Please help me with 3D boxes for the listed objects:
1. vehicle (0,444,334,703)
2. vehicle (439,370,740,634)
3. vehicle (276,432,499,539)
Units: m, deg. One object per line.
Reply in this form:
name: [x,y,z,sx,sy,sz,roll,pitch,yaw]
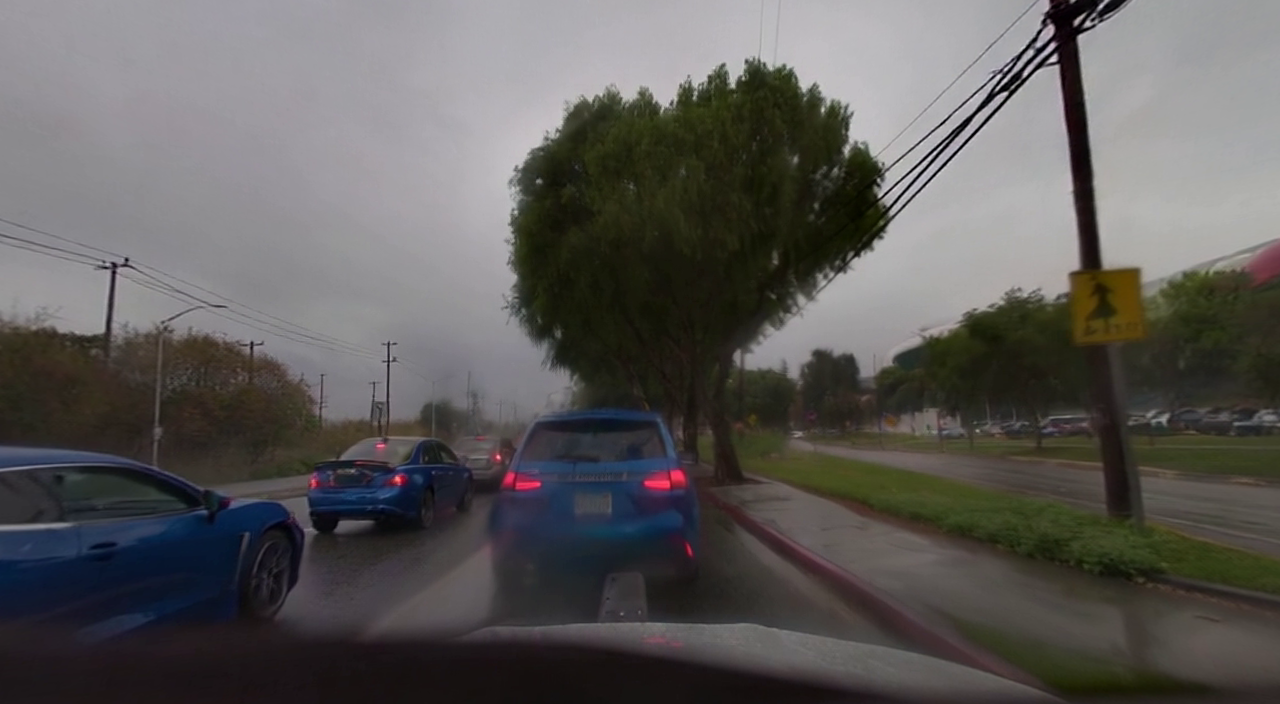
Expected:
vehicle: [-3.759,1.175,3.491,1.865,1.314,4.461,0,-8,1]
vehicle: [-0.307,1.289,6.274,2.012,1.769,3.897,0,-8,1]
vehicle: [-4.052,2.207,11.151,2.087,1.485,4.452,0,-8,0]
